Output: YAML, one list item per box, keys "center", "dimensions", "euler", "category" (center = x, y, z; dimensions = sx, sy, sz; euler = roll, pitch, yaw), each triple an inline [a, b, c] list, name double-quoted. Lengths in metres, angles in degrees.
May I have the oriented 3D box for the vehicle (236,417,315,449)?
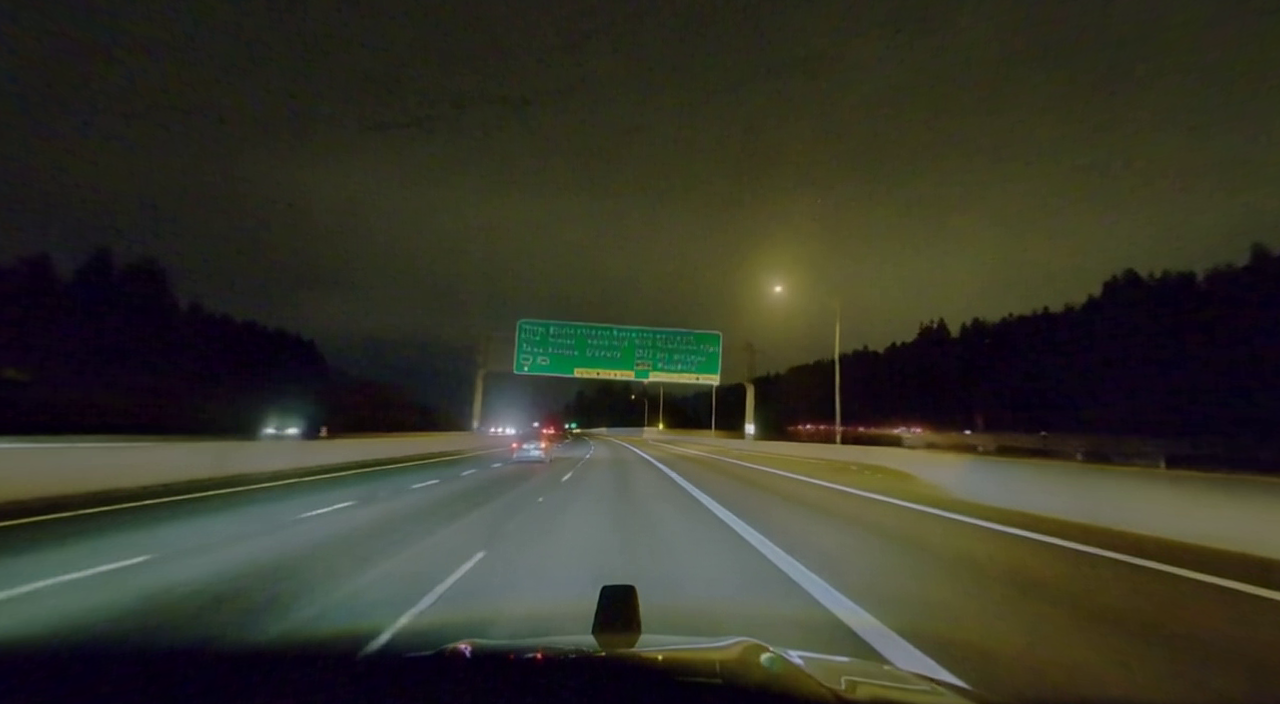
- center: [-21.475, 4.835, 37.295]
  dimensions: [1.923, 1.737, 4.698]
  euler: [1, -8, -2]
  category: "vehicle"

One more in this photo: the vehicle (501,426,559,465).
- center: [-4.634, 4.008, 27.122]
  dimensions: [1.878, 1.548, 3.966]
  euler: [0, -8, -1]
  category: "vehicle"
